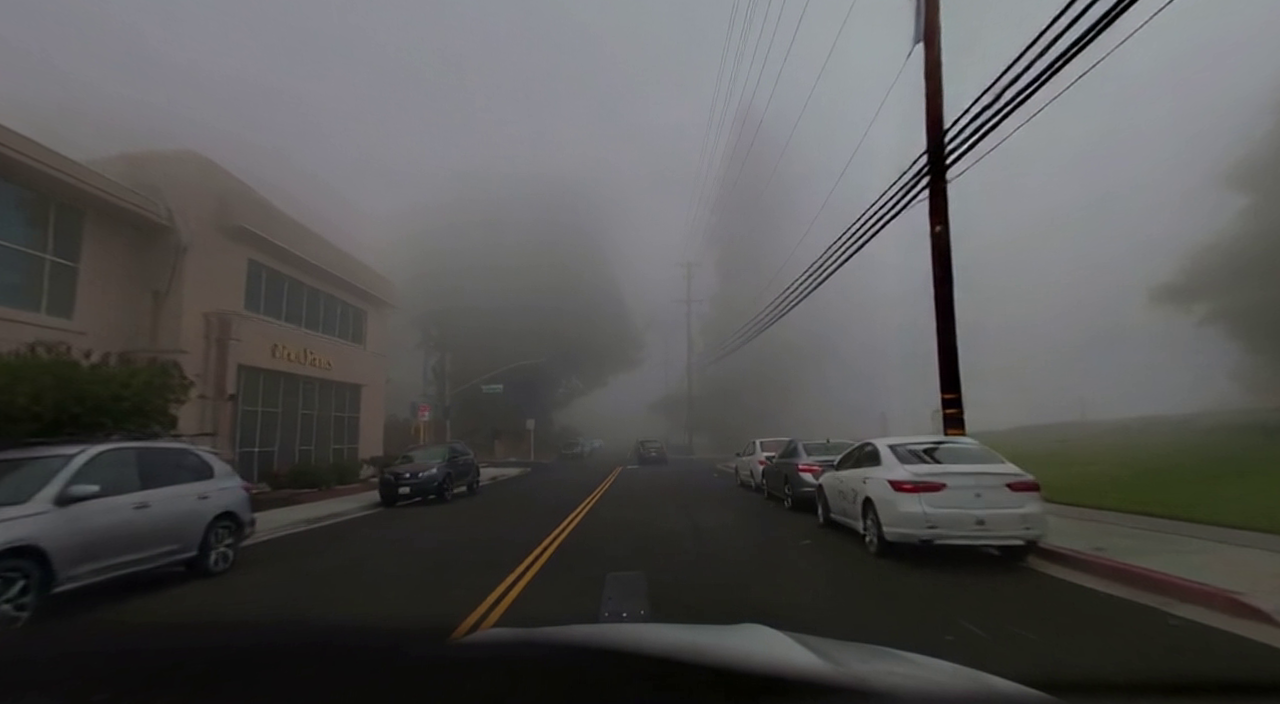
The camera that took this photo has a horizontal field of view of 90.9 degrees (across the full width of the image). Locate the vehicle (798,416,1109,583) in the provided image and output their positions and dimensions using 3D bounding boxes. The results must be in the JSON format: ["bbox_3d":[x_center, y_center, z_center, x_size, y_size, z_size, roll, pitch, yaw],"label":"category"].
[{"bbox_3d":[3.690,1.807,8.687,1.948,1.607,4.873,-1,-8,3],"label":"vehicle"}]

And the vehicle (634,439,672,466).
[{"bbox_3d":[0.733,6.021,37.901,2.125,1.524,4.404,0,-8,0],"label":"vehicle"}]

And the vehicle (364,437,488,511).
[{"bbox_3d":[-6.074,3.495,18.632,2.126,1.864,4.831,0,-8,-2],"label":"vehicle"}]

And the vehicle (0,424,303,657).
[{"bbox_3d":[-6.209,1.803,6.913,2.007,1.876,5.361,0,-8,1],"label":"vehicle"}]
